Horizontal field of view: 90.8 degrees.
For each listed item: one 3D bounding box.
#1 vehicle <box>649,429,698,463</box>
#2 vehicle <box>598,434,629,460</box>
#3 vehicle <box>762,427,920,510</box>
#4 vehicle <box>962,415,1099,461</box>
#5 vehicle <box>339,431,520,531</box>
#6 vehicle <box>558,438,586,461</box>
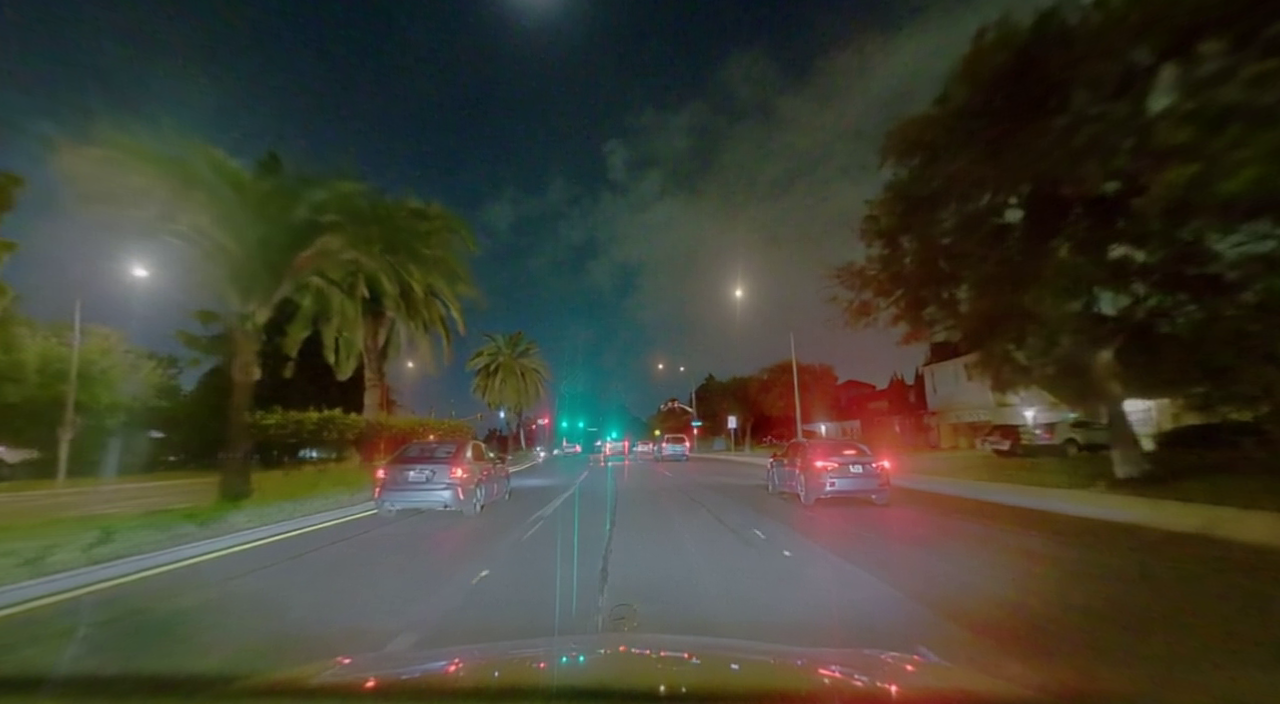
[{"bbox_3d":[2.025,5.964,40.112,2.391,1.960,5.600,0,-8,-5],"label":"vehicle"},{"bbox_3d":[-2.058,7.220,48.068,2.164,1.867,4.254,1,-8,-5],"label":"vehicle"},{"bbox_3d":[4.049,2.417,13.539,1.870,1.491,4.009,0,-8,-3],"label":"vehicle"},{"bbox_3d":[15.746,3.538,25.839,1.978,1.669,4.515,2,-9,-16],"label":"vehicle"},{"bbox_3d":[-3.556,2.240,11.614,1.924,1.473,4.200,0,-8,-1],"label":"vehicle"},{"bbox_3d":[-4.976,7.133,46.285,1.922,1.577,4.140,1,-8,-5],"label":"vehicle"}]
